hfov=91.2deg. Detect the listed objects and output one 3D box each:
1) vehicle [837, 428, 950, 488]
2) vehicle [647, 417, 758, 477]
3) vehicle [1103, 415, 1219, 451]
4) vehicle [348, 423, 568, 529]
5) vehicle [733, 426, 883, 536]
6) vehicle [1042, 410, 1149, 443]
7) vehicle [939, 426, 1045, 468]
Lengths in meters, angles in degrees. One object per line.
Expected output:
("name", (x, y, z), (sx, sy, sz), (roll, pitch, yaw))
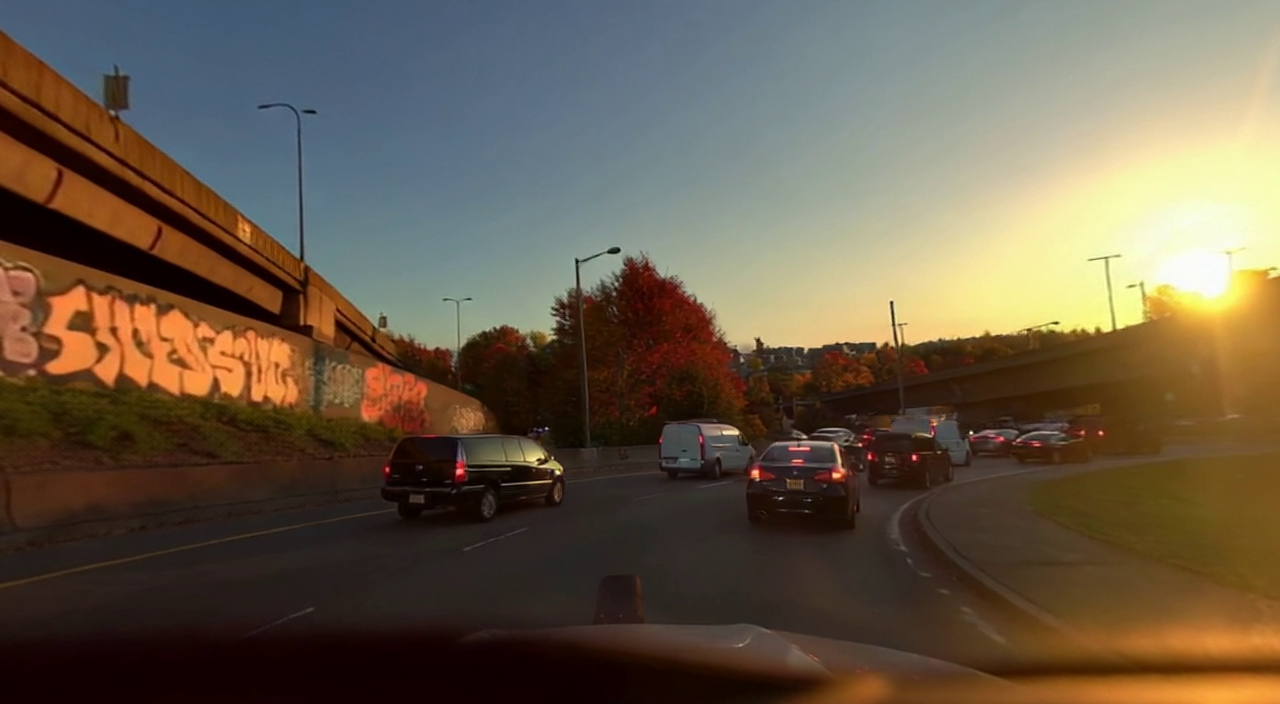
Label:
("vehicle", (7.455, 3.035, 18.198), (1.830, 1.519, 4.253), (-7, -11, 38))
("vehicle", (2.200, 3.210, 21.168), (1.835, 1.825, 4.005), (-7, -11, 37))
("vehicle", (22.761, 3.569, 27.434), (3.934, 1.485, 1.763), (2, -9, -14))
("vehicle", (-3.035, 2.184, 11.528), (1.921, 1.554, 4.081), (-3, -9, 17))
("vehicle", (3.065, 2.126, 10.883), (2.064, 1.515, 3.722), (-4, -10, 21))
("vehicle", (23.716, 3.923, 32.704), (4.309, 1.613, 1.909), (1, -9, -9))
("vehicle", (13.546, 3.648, 24.070), (3.902, 1.446, 1.780), (5, -10, -32))
